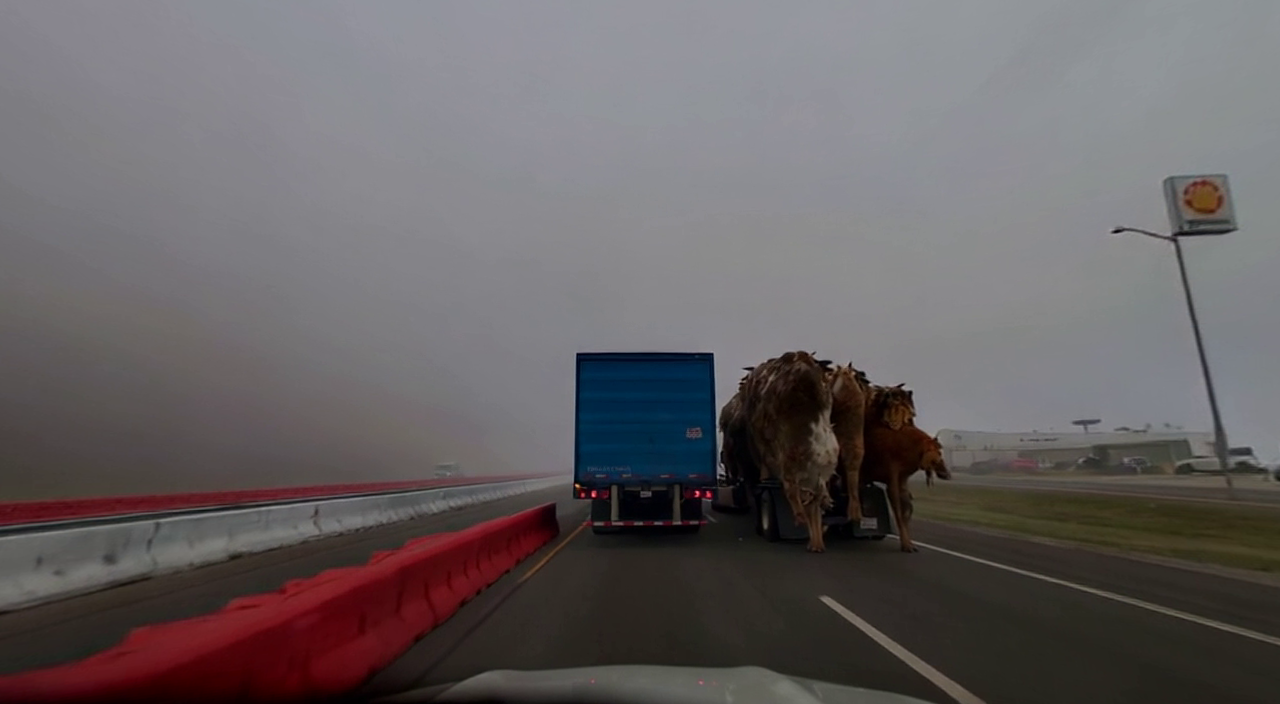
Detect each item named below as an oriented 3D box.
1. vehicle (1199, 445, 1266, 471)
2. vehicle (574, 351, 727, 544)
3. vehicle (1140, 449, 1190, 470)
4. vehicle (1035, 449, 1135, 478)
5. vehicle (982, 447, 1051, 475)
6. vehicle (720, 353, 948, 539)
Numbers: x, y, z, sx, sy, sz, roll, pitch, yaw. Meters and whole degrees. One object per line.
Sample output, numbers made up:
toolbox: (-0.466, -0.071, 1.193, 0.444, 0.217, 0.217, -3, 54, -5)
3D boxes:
vehicle: (36.662, 6.605, 38.939, 4.315, 1.469, 1.823, 7, -12, -32)
vehicle: (0.090, 2.414, 15.284, 2.618, 3.306, 8.676, 1, -10, -1)
vehicle: (38.448, 7.890, 46.099, 3.565, 1.448, 1.866, 8, -13, -36)
vehicle: (24.615, 6.216, 35.059, 1.762, 1.470, 4.485, 3, -11, -10)
vehicle: (24.764, 7.219, 41.626, 1.919, 1.722, 4.024, 1, -10, -2)
vehicle: (4.419, 2.691, 17.240, 2.936, 3.640, 9.443, 1, -10, -2)
